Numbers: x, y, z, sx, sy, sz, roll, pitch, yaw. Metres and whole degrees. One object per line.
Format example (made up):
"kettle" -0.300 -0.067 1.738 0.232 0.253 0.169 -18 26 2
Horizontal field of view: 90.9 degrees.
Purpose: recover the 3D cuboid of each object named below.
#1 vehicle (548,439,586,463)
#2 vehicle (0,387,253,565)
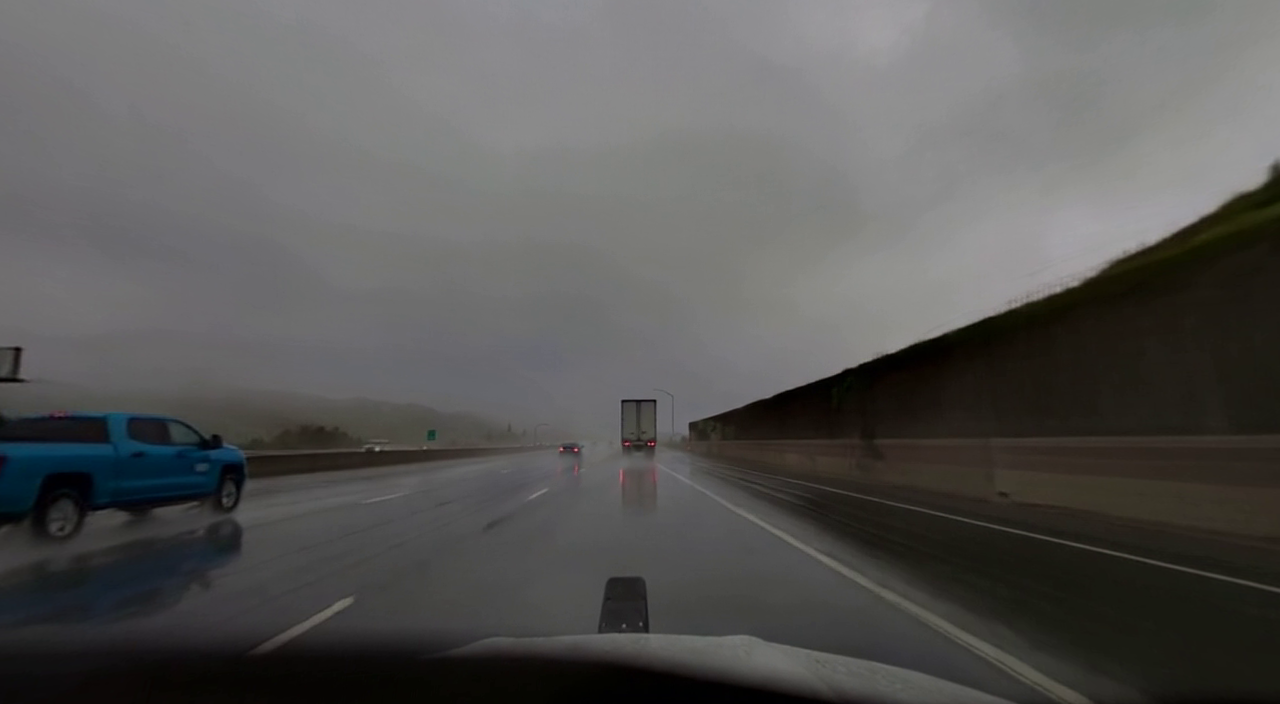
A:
"vehicle" -4.733 6.497 41.556 1.983 1.508 4.060 0 -8 0
"vehicle" -7.727 1.519 8.087 2.113 1.837 5.339 0 -8 0
